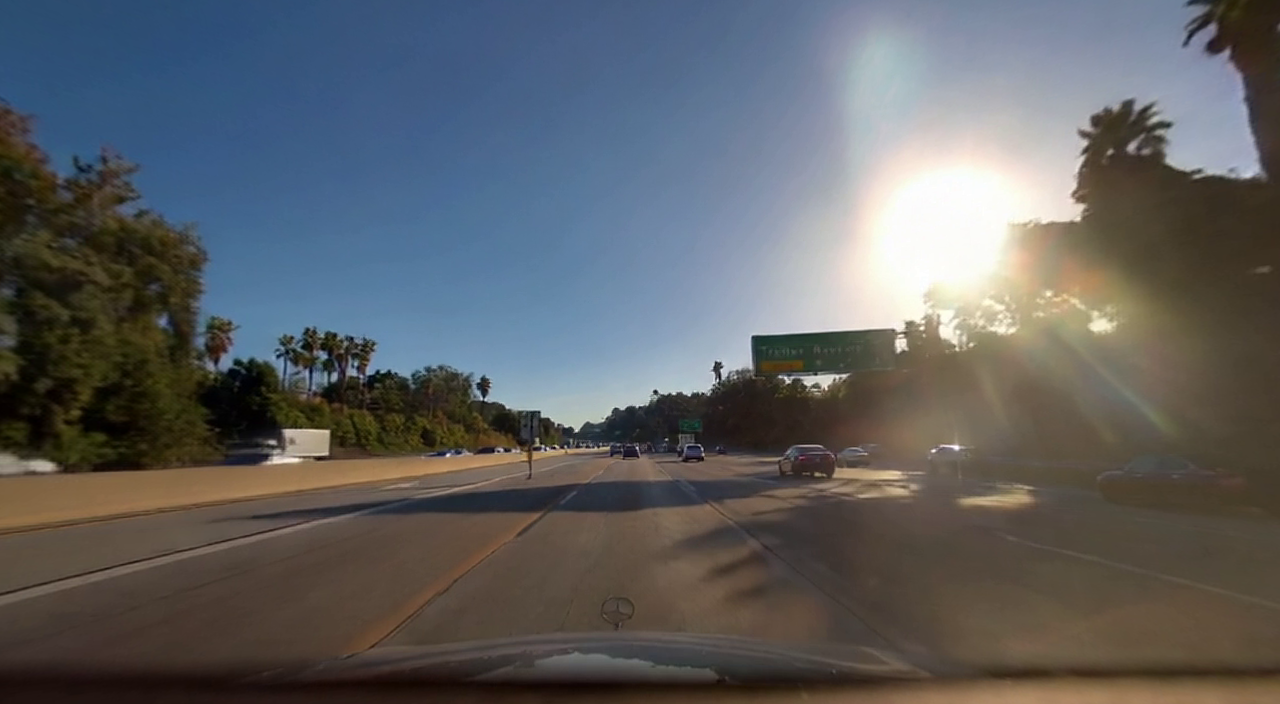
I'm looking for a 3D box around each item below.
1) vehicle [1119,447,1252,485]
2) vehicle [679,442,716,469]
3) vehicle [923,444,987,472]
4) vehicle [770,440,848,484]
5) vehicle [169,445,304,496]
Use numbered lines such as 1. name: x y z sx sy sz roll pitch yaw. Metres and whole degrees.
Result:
1. vehicle: 23.470 4.887 27.366 1.774 1.457 4.653 0 -9 3
2. vehicle: 3.717 6.777 41.440 2.035 1.704 3.867 0 -8 -1
3. vehicle: 20.165 6.778 40.526 1.887 1.642 4.592 0 -9 3
4. vehicle: 6.760 4.416 25.674 1.902 1.623 4.360 0 -8 -1
5. vehicle: -15.166 4.430 24.040 2.023 1.715 4.559 0 -8 2
